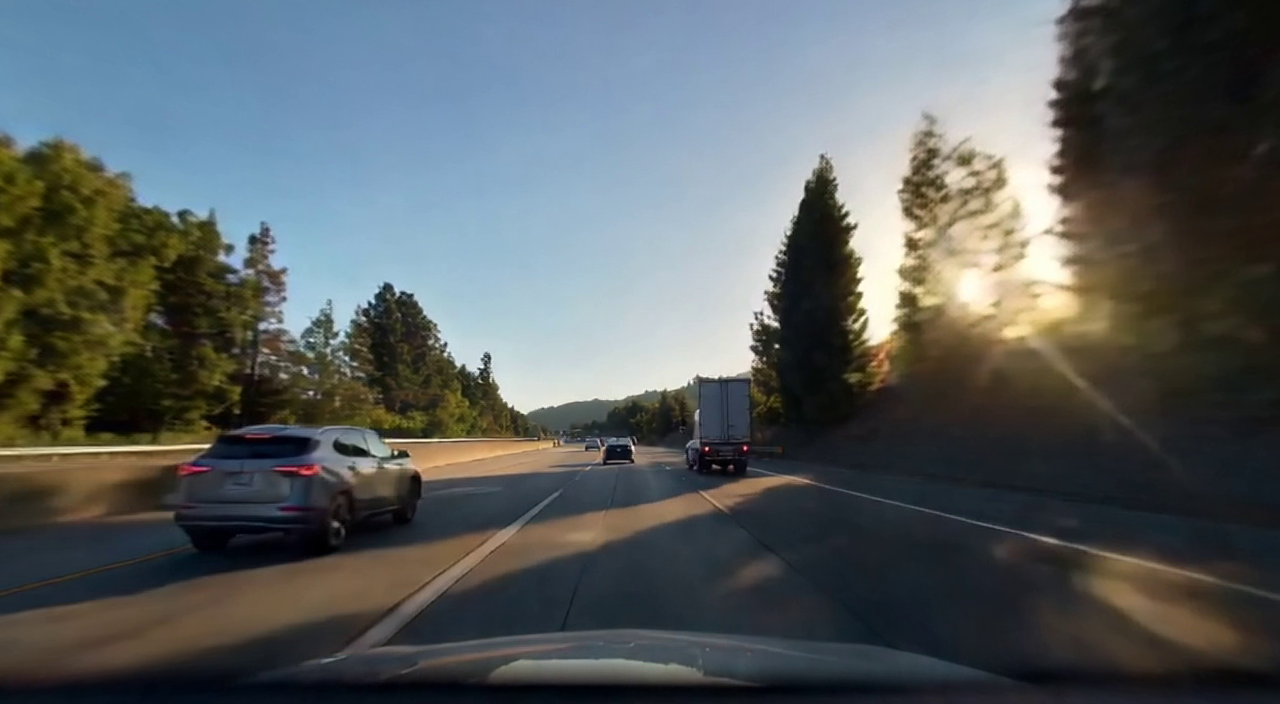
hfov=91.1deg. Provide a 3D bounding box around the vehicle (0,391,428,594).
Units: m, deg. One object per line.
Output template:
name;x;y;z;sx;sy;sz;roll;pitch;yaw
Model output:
vehicle;-4.542;1.519;7.705;2.264;1.699;4.648;0;-8;0

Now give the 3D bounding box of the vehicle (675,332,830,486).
vehicle;3.402;2.515;24.101;2.946;4.111;14.652;0;-8;-1

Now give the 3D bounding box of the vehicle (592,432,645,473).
vehicle;-0.874;4.184;26.414;2.048;1.563;4.087;0;-8;-1
